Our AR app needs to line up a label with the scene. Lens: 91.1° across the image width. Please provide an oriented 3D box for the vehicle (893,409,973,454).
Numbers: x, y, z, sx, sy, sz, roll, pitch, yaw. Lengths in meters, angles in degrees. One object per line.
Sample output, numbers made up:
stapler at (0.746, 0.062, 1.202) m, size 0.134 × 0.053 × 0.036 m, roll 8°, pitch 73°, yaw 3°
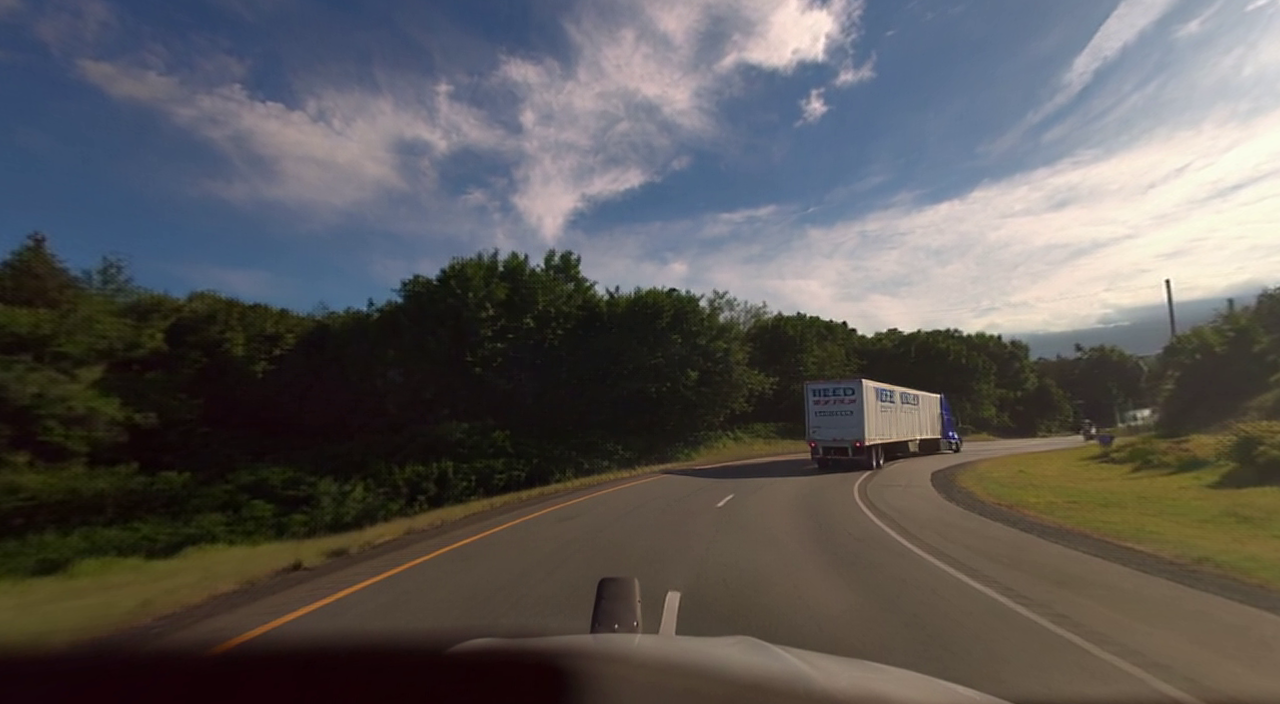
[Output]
vehicle at (18.097, 4.937, 38.599) m, size 6.650 × 2.524 × 2.120 m, roll 8°, pitch -11°, yaw -44°

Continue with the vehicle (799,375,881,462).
vehicle at (9.397, 3.182, 29.413) m, size 2.963 × 3.771 × 3.137 m, roll -4°, pitch -9°, yaw 28°
